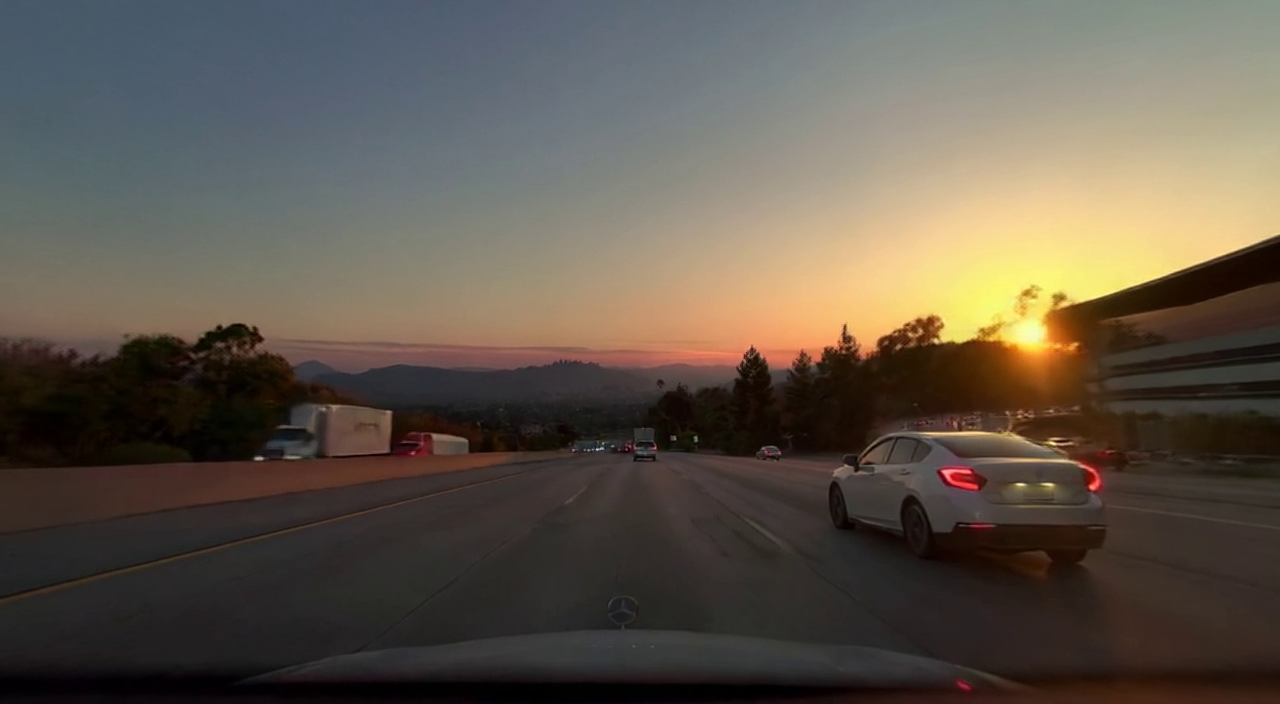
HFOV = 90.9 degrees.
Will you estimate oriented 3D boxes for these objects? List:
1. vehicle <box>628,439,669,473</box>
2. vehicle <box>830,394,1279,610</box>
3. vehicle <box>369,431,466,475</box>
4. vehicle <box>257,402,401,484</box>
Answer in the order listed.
[{"bbox_3d":[0.373,5.484,33.290,2.015,1.639,4.086,0,-9,-1],"label":"vehicle"},{"bbox_3d":[4.003,1.509,7.286,2.008,1.595,5.082,0,-9,0],"label":"vehicle"},{"bbox_3d":[-15.670,7.310,45.636,2.723,2.765,11.554,0,-9,1],"label":"vehicle"},{"bbox_3d":[-15.734,4.767,32.850,3.049,3.710,8.153,0,-9,1],"label":"vehicle"}]
